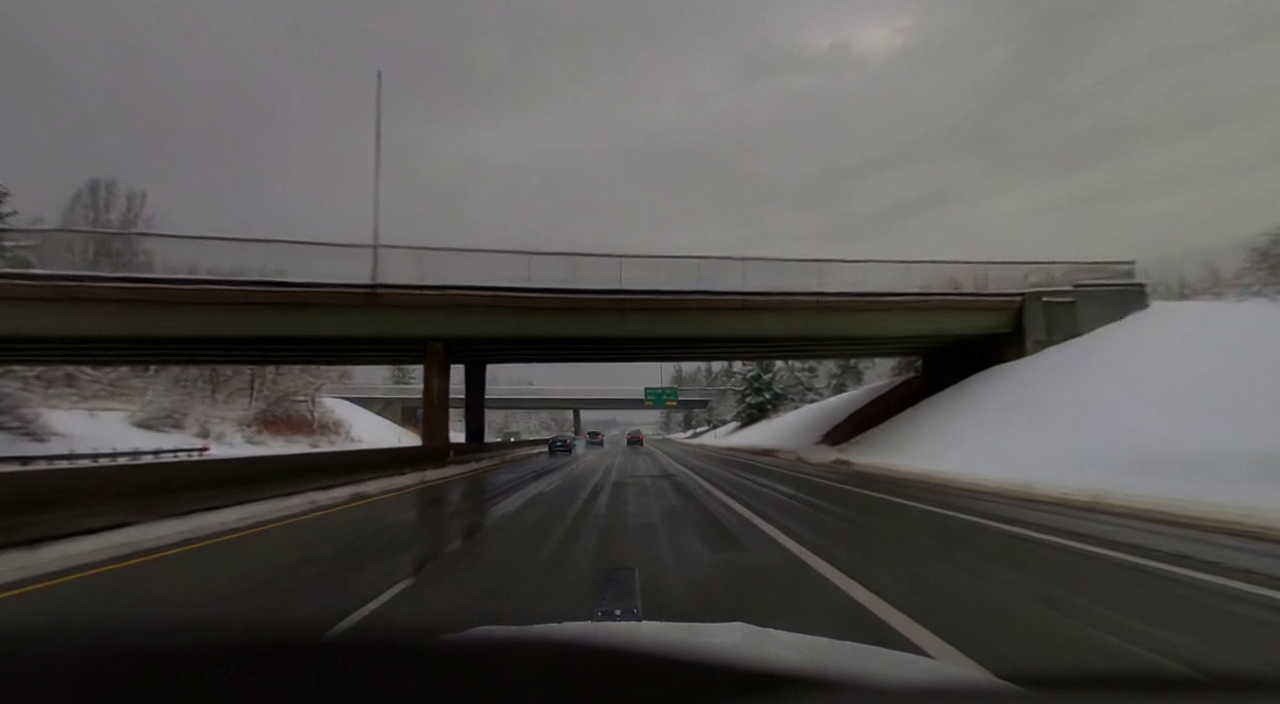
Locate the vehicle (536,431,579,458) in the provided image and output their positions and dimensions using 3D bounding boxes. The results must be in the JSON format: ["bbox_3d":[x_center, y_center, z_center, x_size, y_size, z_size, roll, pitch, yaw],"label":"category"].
[{"bbox_3d":[-4.696,5.344,36.537,1.933,1.473,4.023,0,-8,0],"label":"vehicle"}]
